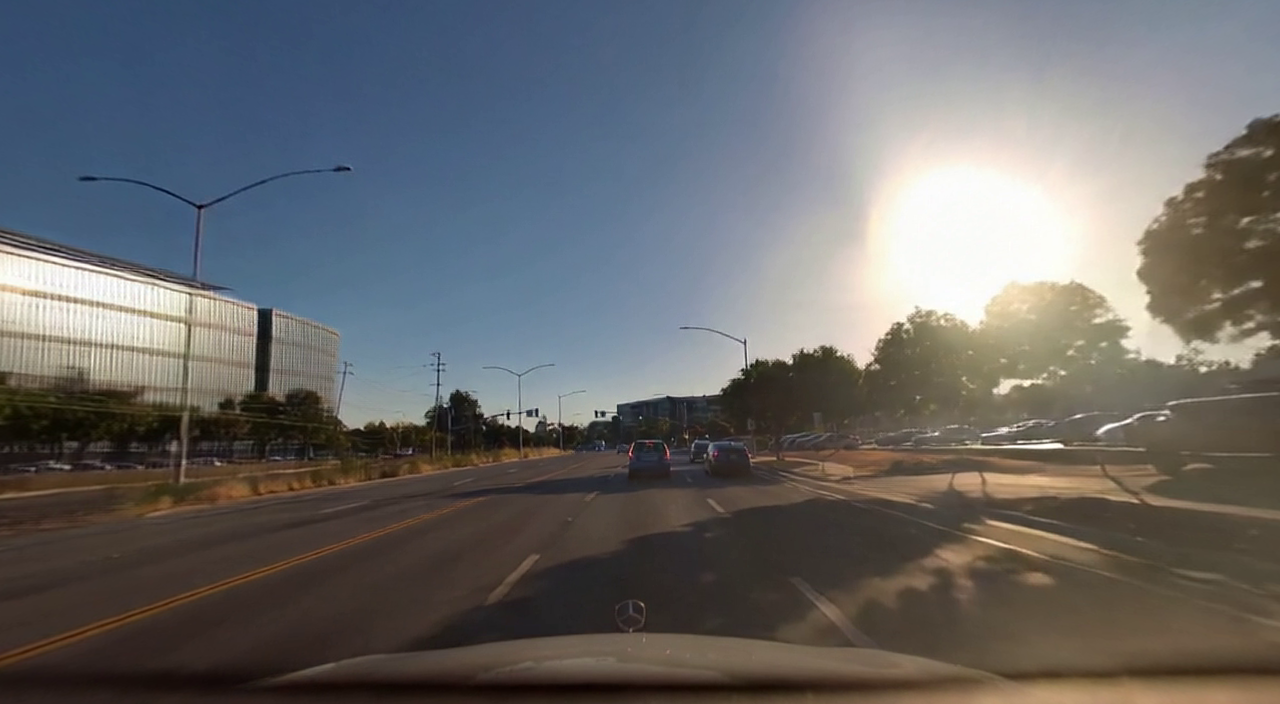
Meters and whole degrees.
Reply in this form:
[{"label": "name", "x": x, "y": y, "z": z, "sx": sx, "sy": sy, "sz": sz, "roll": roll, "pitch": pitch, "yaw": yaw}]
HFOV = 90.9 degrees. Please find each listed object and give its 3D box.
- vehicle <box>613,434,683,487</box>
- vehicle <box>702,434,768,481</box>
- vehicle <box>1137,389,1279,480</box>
[{"label": "vehicle", "x": 0.246, "y": 3.727, "z": 21.987, "sx": 2.200, "sy": 1.653, "sz": 4.127, "roll": 0, "pitch": -8, "yaw": 0}, {"label": "vehicle", "x": 3.618, "y": 4.109, "z": 24.799, "sx": 1.914, "sy": 1.698, "sz": 4.049, "roll": 0, "pitch": -8, "yaw": 0}, {"label": "vehicle", "x": 14.452, "y": 1.926, "z": 14.594, "sx": 2.011, "sy": 1.893, "sz": 4.645, "roll": 0, "pitch": -8, "yaw": -1}]
